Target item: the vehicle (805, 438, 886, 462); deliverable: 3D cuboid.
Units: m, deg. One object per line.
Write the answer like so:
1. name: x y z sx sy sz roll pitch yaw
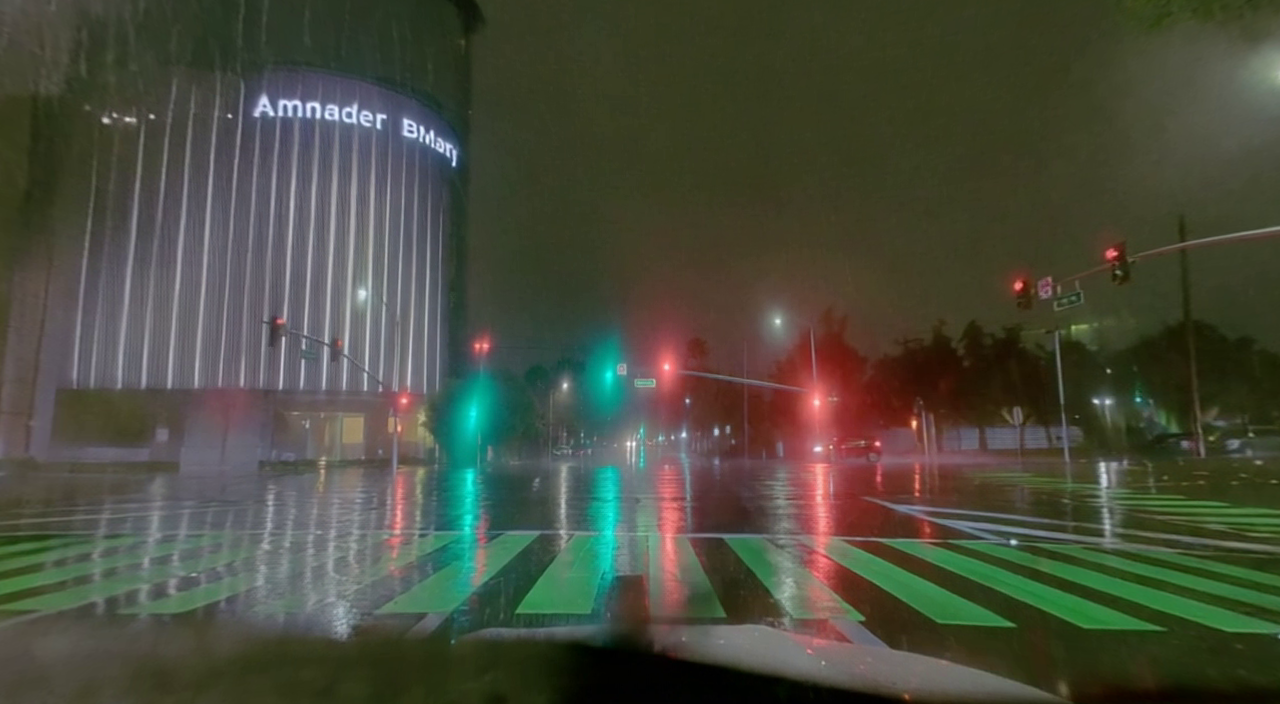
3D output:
1. vehicle: 12.739 6.130 39.341 4.529 1.457 1.981 -1 -9 9

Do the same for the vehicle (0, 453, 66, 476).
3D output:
1. vehicle: -41.668 7.632 42.757 3.698 1.467 1.779 0 -8 1

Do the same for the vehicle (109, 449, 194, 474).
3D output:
1. vehicle: -33.089 7.399 42.752 4.136 1.661 1.857 0 -8 1

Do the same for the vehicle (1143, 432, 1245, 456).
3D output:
1. vehicle: 36.157 6.016 41.198 4.767 1.456 1.858 0 -8 3
